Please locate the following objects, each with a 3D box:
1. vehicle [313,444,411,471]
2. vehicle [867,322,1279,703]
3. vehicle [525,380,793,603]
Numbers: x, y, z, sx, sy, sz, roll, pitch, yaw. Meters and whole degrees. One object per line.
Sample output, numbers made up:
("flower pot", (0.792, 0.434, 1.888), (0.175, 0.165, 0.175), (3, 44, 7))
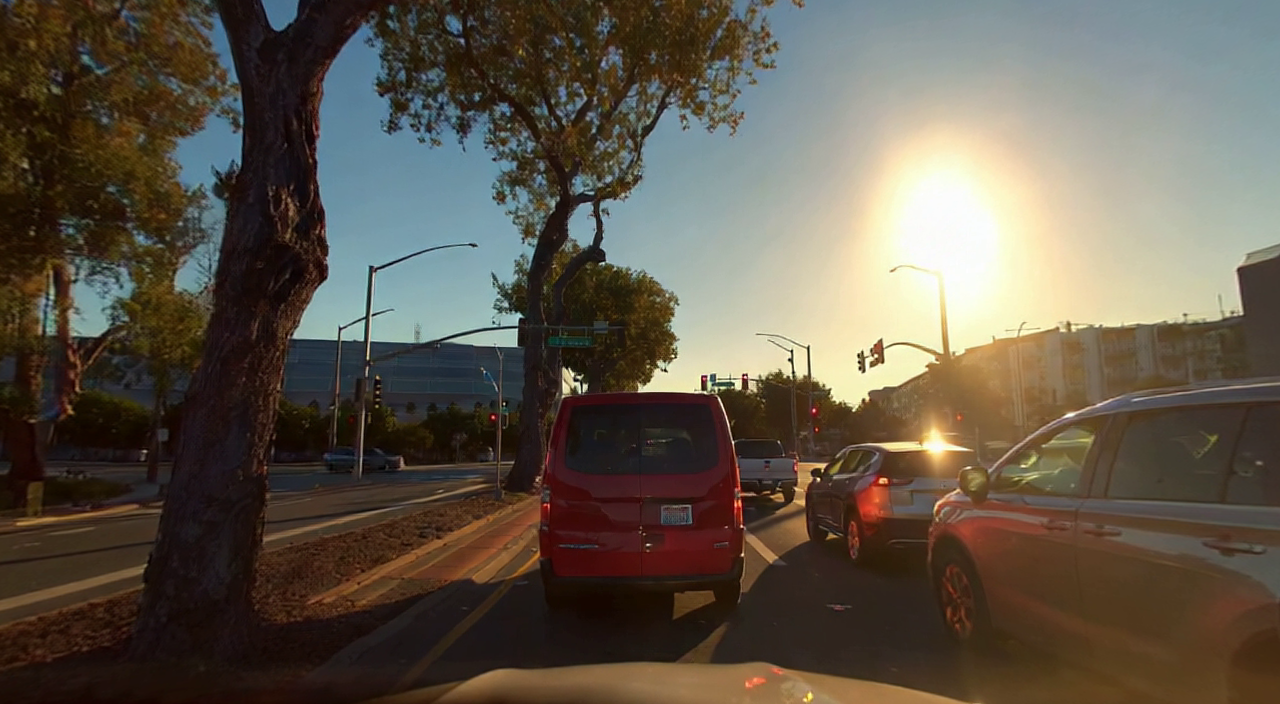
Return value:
("vehicle", (-15.808, 6.008, 36.002), (4.664, 1.449, 1.992), (1, -8, -7))
("vehicle", (2.893, 0.950, 3.178), (1.971, 1.663, 4.287), (0, -8, 2))
("vehicle", (0.171, 1.466, 7.440), (2.185, 1.822, 4.391), (0, -8, 0))
